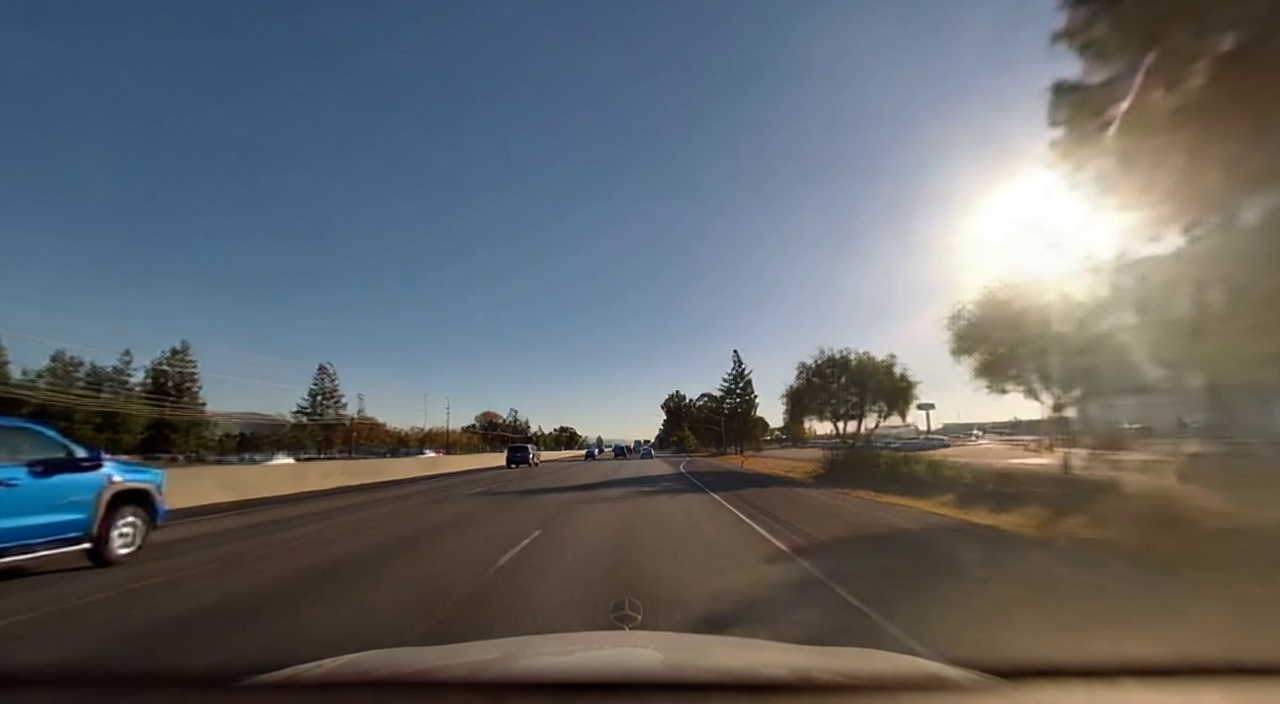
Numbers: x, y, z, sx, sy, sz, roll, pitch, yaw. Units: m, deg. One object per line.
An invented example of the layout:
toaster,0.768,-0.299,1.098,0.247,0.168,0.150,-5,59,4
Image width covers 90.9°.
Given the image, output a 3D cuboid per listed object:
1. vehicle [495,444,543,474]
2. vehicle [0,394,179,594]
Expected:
vehicle,-7.251,6.464,38.297,2.021,1.699,4.324,0,-8,1
vehicle,-7.260,1.265,5.337,2.156,1.911,5.956,0,-8,1
